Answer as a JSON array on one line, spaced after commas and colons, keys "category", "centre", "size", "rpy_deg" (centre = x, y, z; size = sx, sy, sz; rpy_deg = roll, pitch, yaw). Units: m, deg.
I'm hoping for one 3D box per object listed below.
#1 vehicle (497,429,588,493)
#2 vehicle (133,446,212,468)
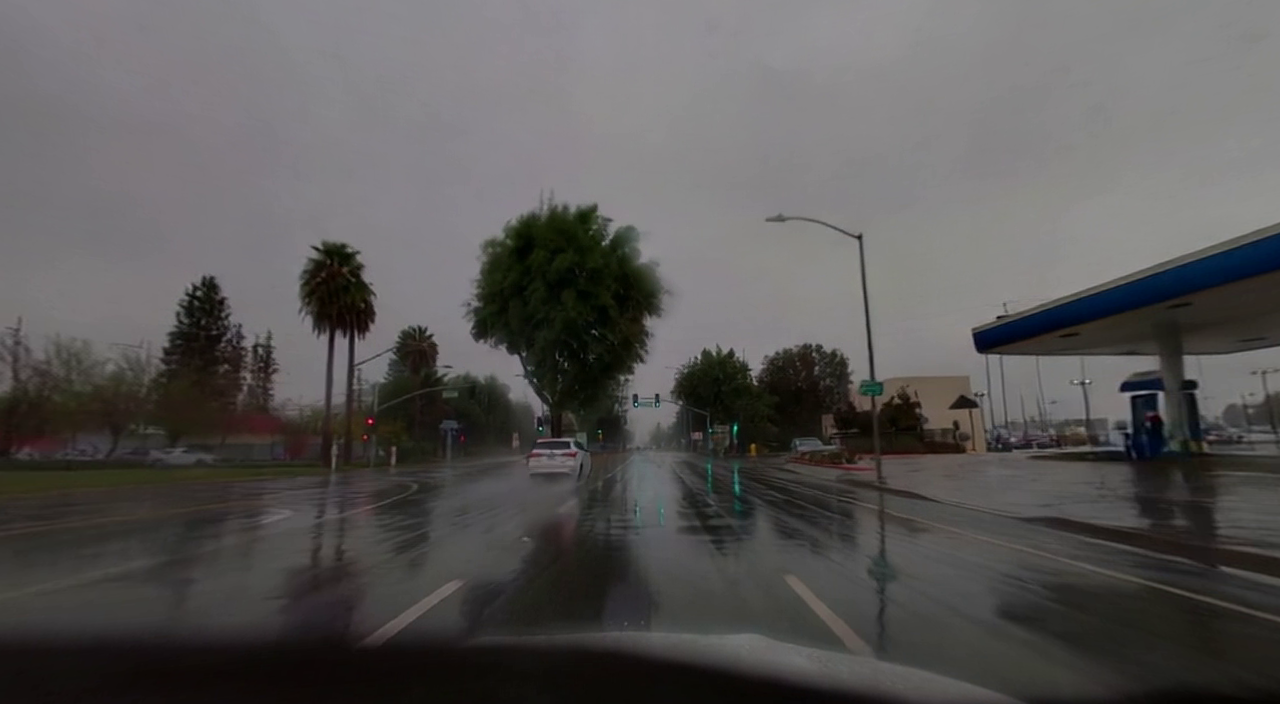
[{"category": "vehicle", "centre": [-2.895, 3.372, 19.755], "size": [2.011, 1.756, 4.478], "rpy_deg": [0, -9, 2]}, {"category": "vehicle", "centre": [-36.257, 8.153, 48.973], "size": [4.553, 1.492, 1.967], "rpy_deg": [-2, -8, -1]}]
